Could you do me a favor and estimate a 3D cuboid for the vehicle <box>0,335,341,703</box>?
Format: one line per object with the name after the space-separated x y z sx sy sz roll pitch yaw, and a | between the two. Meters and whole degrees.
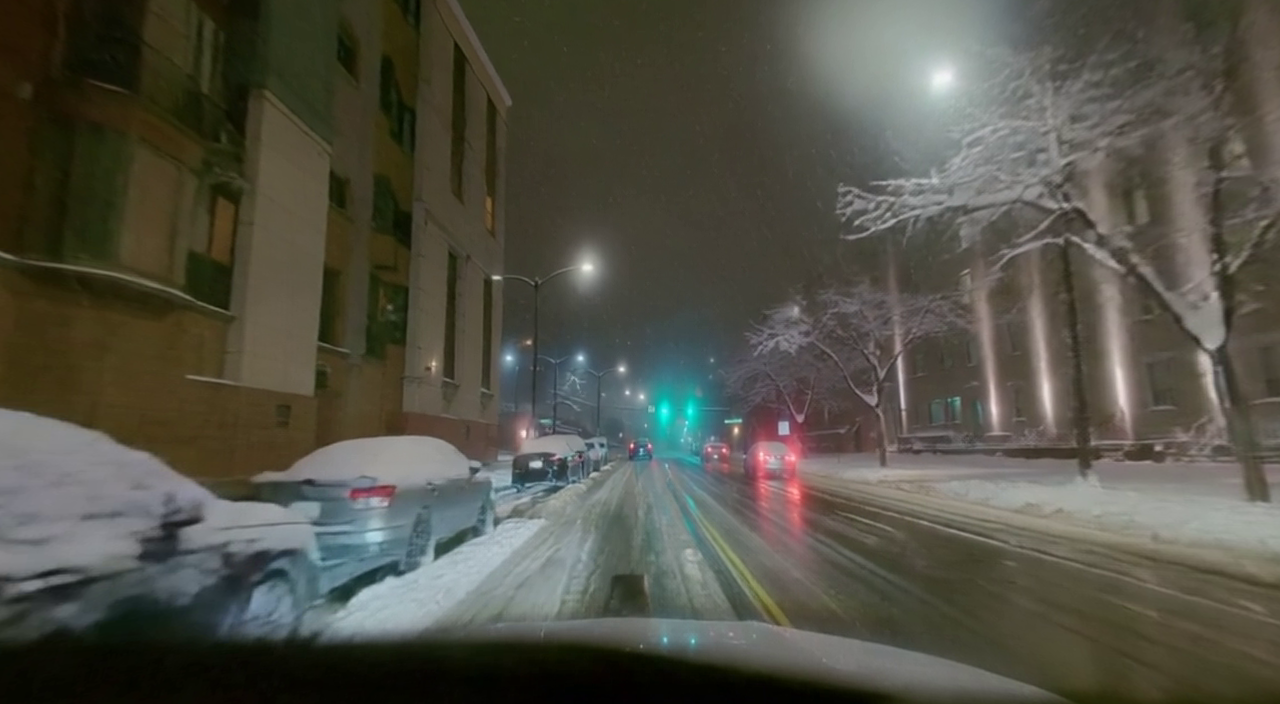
-3.182 0.773 1.981 2.151 1.662 4.496 0 -9 2 | vehicle

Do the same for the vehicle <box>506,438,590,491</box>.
-2.784 3.528 20.083 1.843 1.482 4.310 -1 -9 3 | vehicle

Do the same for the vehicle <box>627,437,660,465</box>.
0.252 6.513 41.548 2.122 1.689 3.885 0 -9 1 | vehicle

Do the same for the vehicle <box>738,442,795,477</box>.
5.636 4.812 28.446 1.799 1.463 3.464 0 -9 -1 | vehicle
